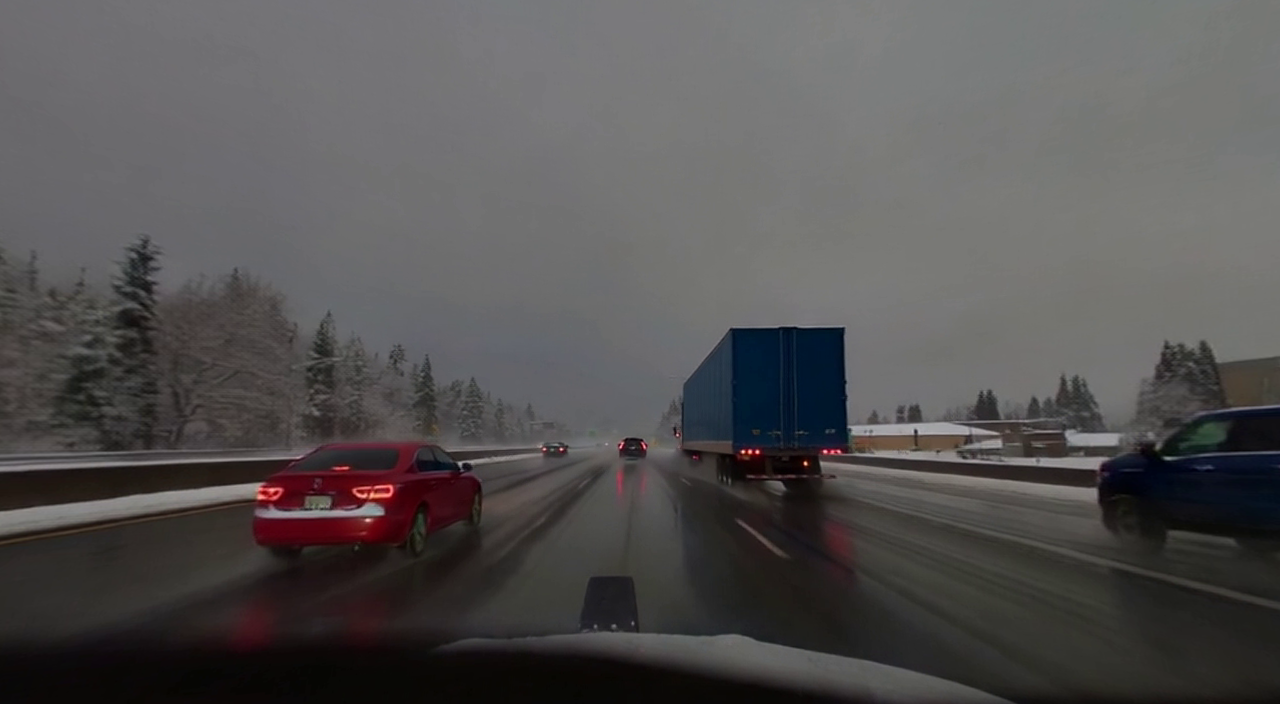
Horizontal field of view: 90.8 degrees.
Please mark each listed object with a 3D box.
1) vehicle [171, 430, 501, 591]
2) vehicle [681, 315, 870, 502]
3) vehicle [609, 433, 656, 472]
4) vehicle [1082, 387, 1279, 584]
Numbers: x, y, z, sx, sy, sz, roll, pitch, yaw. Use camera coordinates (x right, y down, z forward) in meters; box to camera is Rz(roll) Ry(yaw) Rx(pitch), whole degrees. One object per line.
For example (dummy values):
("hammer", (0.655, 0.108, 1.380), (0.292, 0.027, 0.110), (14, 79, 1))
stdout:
("vehicle", (-3.205, 1.764, 7.932), (1.864, 1.406, 4.544), (0, -9, 0))
("vehicle", (3.418, 2.344, 21.355), (2.876, 4.086, 15.117), (0, -9, -1))
("vehicle", (-0.379, 5.039, 31.786), (2.203, 1.805, 4.358), (0, -9, -1))
("vehicle", (6.952, 1.184, 5.552), (2.106, 1.795, 5.489), (0, -9, 0))
